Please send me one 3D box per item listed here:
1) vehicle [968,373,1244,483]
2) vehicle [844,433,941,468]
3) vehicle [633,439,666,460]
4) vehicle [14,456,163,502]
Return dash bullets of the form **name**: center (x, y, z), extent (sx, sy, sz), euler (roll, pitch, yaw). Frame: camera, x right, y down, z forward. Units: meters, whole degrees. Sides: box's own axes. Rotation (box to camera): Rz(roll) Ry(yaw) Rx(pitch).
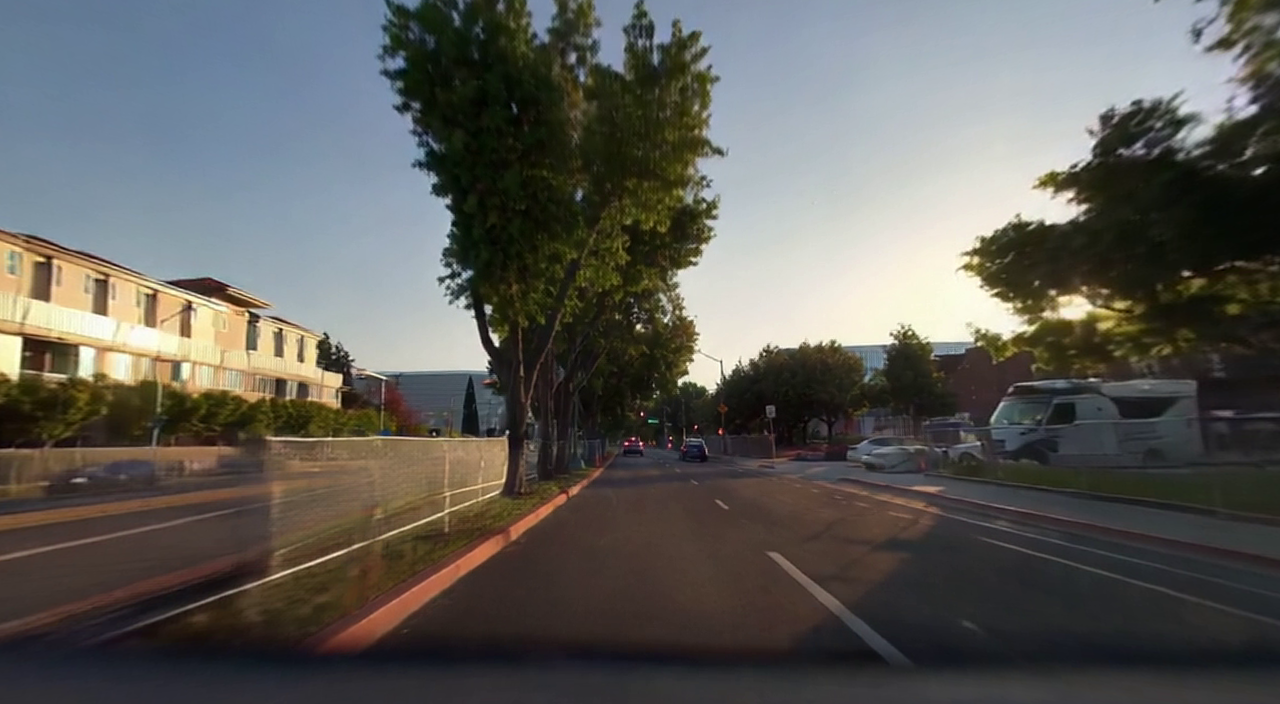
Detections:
- **vehicle**: center (15.523, 2.615, 21.504), extent (6.641, 3.391, 3.387), euler (0, -8, -3)
- **vehicle**: center (12.260, 4.776, 30.924), extent (1.948, 1.466, 4.520), euler (-1, -7, -16)
- **vehicle**: center (0.766, 7.326, 47.643), extent (1.974, 1.490, 4.231), euler (-1, -8, 8)
- **vehicle**: center (-20.733, 4.746, 23.978), extent (1.794, 1.463, 4.332), euler (0, -8, -1)
